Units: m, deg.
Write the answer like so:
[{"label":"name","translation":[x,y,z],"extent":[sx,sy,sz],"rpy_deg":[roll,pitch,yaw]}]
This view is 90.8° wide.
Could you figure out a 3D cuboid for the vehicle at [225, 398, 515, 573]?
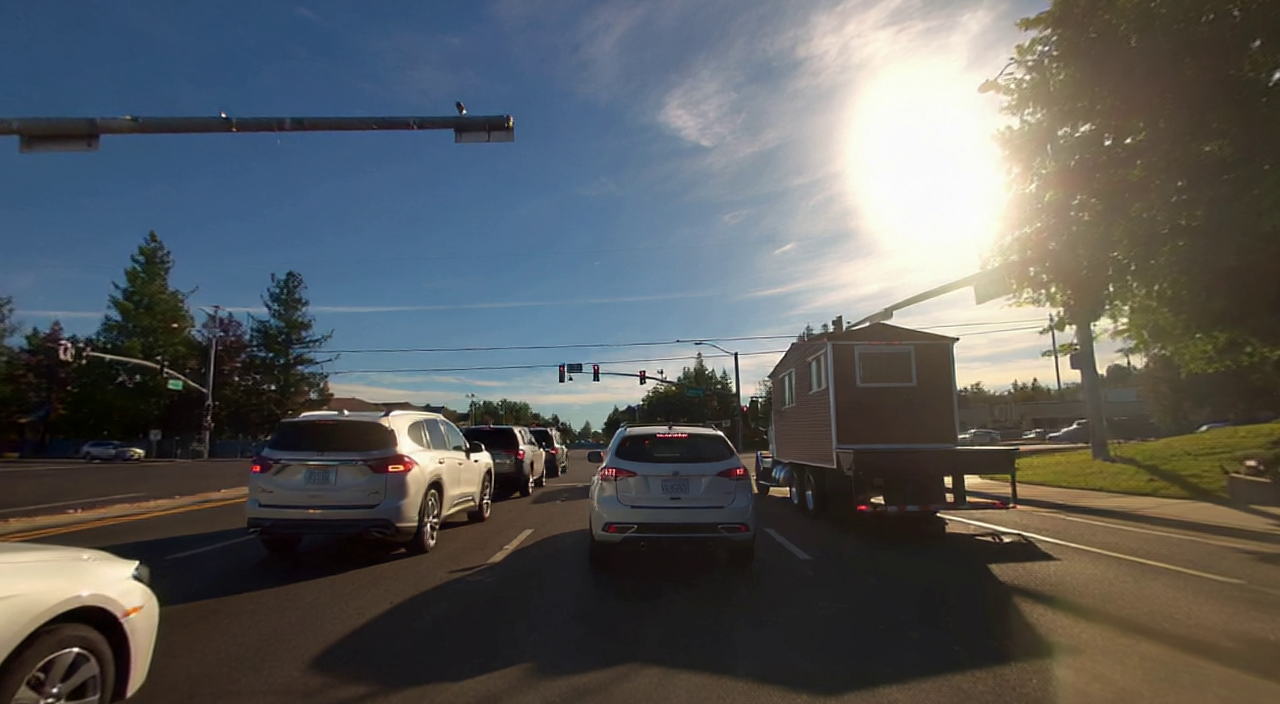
[{"label":"vehicle","translation":[-3.258,1.721,8.859],"extent":[2.085,1.812,4.388],"rpy_deg":[0,-9,0]}]

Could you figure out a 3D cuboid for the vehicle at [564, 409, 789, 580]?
[{"label":"vehicle","translation":[0.369,1.709,8.324],"extent":[2.189,1.649,4.171],"rpy_deg":[0,-9,0]}]

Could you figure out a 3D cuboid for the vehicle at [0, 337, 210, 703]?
[{"label":"vehicle","translation":[-3.423,0.678,1.481],"extent":[1.952,1.730,4.116],"rpy_deg":[0,-9,-1]}]

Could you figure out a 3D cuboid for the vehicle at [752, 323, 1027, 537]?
[{"label":"vehicle","translation":[3.699,1.402,11.014],"extent":[2.531,2.750,5.595],"rpy_deg":[0,-9,1]}]

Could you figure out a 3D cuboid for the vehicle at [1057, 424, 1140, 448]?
[{"label":"vehicle","translation":[33.178,6.141,45.886],"extent":[4.671,1.595,1.824],"rpy_deg":[-5,-10,31]}]
